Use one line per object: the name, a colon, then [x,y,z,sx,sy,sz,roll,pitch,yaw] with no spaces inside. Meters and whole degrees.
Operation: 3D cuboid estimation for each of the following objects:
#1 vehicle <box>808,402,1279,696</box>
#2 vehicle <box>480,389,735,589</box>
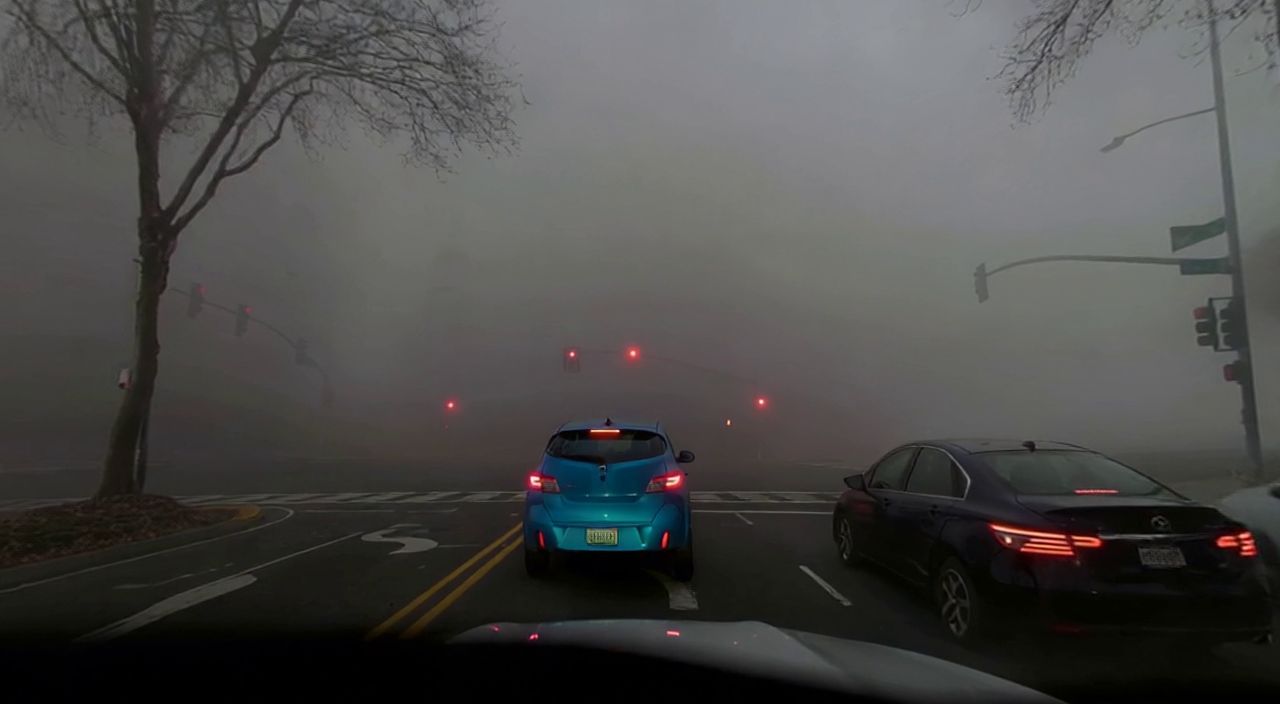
vehicle: [3.161,1.400,5.765,1.932,1.562,4.629,0,-9,0]
vehicle: [-0.347,1.526,7.794,2.247,1.760,4.231,0,-9,-2]
